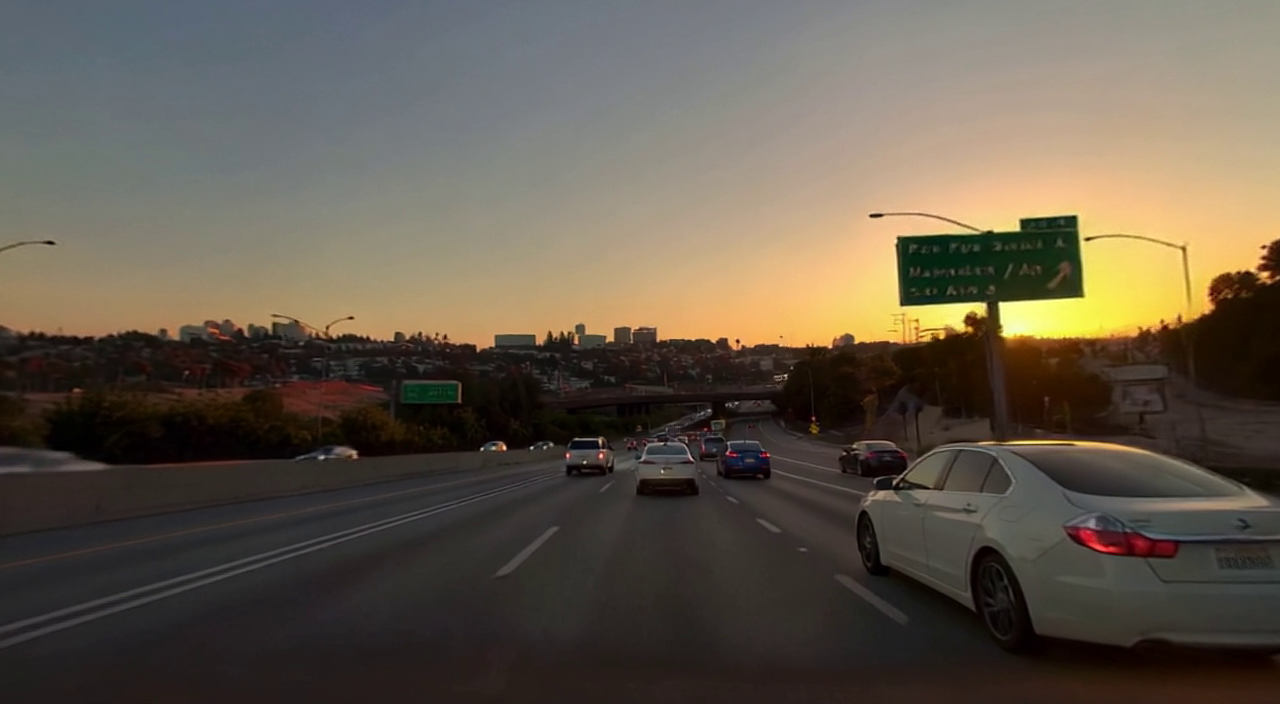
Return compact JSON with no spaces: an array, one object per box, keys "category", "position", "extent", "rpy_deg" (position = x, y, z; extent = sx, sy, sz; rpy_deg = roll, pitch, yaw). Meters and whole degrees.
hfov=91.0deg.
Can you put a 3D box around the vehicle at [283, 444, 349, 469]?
[{"category":"vehicle","position":[-21.805,7.054,42.565],"extent":[1.886,1.571,4.375],"rpy_deg":[-1,-9,4]}]

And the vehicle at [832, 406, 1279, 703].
[{"category":"vehicle","position":[3.188,1.319,4.853],"extent":[2.009,1.489,4.559],"rpy_deg":[0,-9,0]}]

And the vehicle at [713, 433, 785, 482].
[{"category":"vehicle","position":[4.061,4.028,24.166],"extent":[2.076,1.684,4.241],"rpy_deg":[0,-9,1]}]

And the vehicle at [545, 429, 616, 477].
[{"category":"vehicle","position":[-2.546,4.561,28.551],"extent":[2.434,1.965,5.305],"rpy_deg":[0,-9,3]}]

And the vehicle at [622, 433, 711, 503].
[{"category":"vehicle","position":[0.679,3.000,16.638],"extent":[2.074,1.614,3.803],"rpy_deg":[0,-9,2]}]
